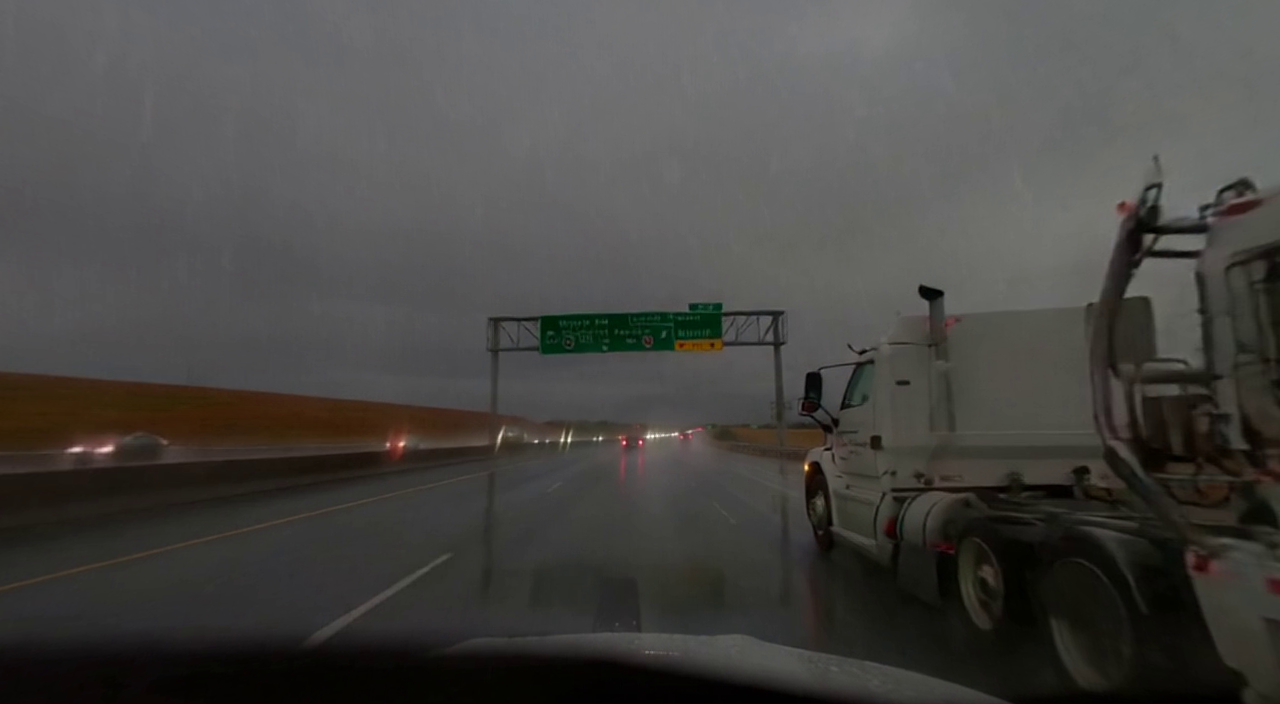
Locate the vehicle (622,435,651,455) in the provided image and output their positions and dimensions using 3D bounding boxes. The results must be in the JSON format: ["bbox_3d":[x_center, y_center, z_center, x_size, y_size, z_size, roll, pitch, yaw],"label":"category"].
[{"bbox_3d":[-0.275,7.114,48.264,2.140,1.475,3.969,0,-8,0],"label":"vehicle"}]

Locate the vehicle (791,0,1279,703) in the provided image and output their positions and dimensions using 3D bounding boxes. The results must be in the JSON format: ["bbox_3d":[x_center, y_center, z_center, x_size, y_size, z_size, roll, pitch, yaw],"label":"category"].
[{"bbox_3d":[3.665,0.100,5.231,3.222,3.915,6.030,0,-8,0],"label":"vehicle"}]

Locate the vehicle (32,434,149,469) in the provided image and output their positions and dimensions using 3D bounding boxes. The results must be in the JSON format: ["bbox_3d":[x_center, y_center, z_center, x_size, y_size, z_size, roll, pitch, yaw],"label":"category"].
[{"bbox_3d":[-26.925,4.848,31.110,1.829,1.573,4.263,-1,-8,2],"label":"vehicle"}]
